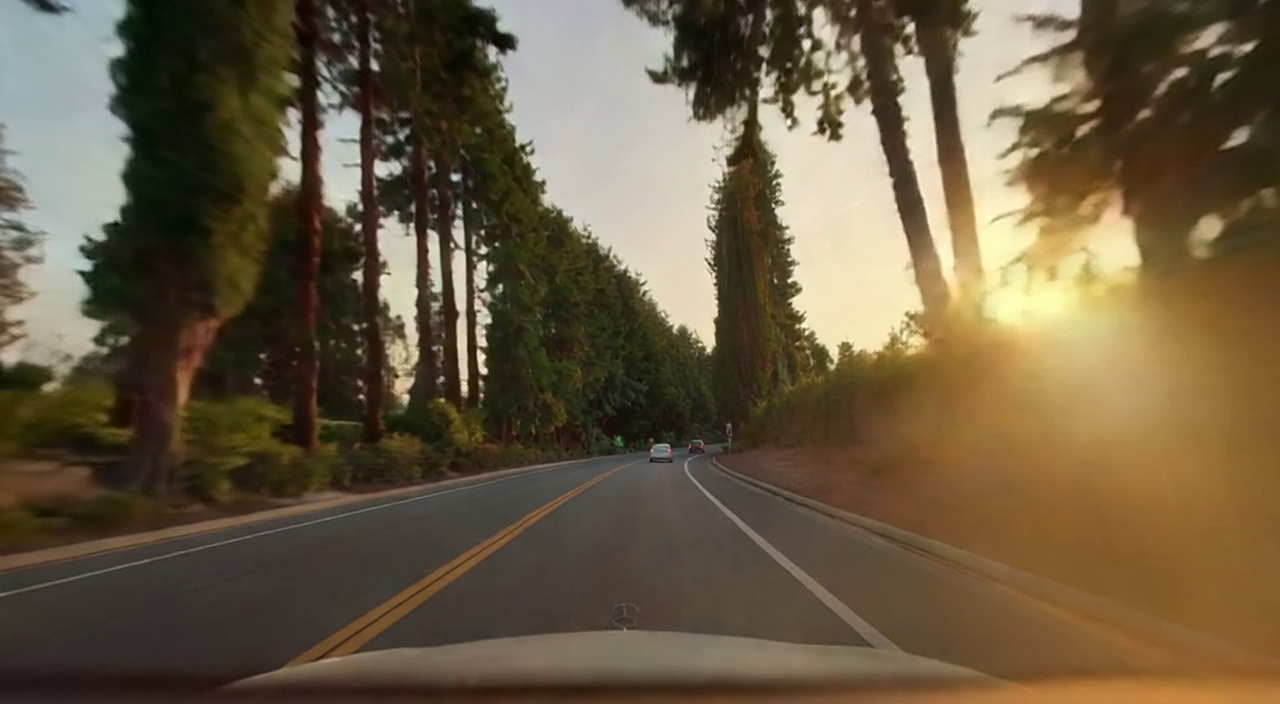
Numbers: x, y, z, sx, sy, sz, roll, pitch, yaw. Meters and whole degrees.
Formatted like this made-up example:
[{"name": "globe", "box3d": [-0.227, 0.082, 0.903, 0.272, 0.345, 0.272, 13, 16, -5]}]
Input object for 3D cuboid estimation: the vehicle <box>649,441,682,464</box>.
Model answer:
[{"name": "vehicle", "box3d": [1.798, 6.847, 42.985, 2.071, 1.474, 4.047, -1, -8, 5]}]
